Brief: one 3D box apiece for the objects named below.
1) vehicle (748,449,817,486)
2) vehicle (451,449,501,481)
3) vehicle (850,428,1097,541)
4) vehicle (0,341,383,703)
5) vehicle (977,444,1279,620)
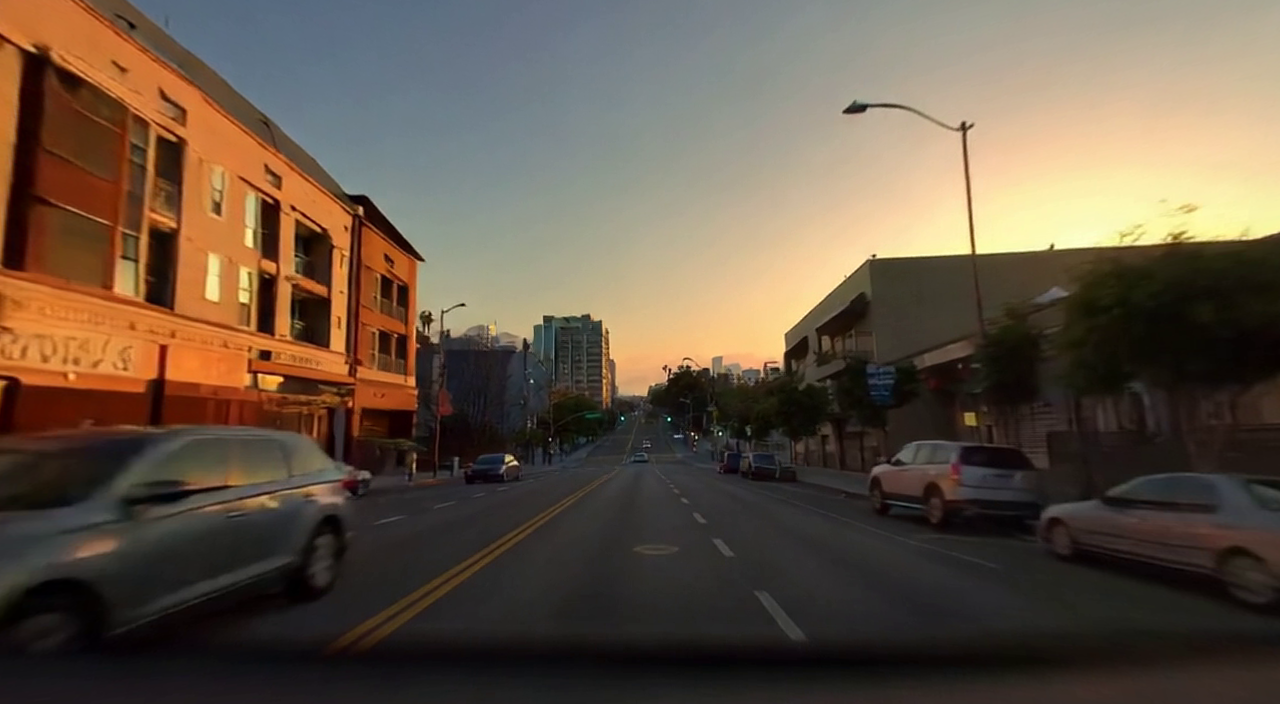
[{"bbox_3d":[6.255,5.105,28.309,1.902,1.484,4.714,0,-8,-2],"label":"vehicle"},{"bbox_3d":[-9.867,6.788,38.245,1.890,1.718,4.309,0,-8,0],"label":"vehicle"},{"bbox_3d":[6.057,2.440,12.407,1.996,1.751,4.882,0,-8,-3],"label":"vehicle"},{"bbox_3d":[-3.443,1.045,3.872,1.980,1.718,4.120,0,-8,0],"label":"vehicle"},{"bbox_3d":[6.330,1.869,7.661,1.966,1.472,4.363,0,-8,-1],"label":"vehicle"}]
